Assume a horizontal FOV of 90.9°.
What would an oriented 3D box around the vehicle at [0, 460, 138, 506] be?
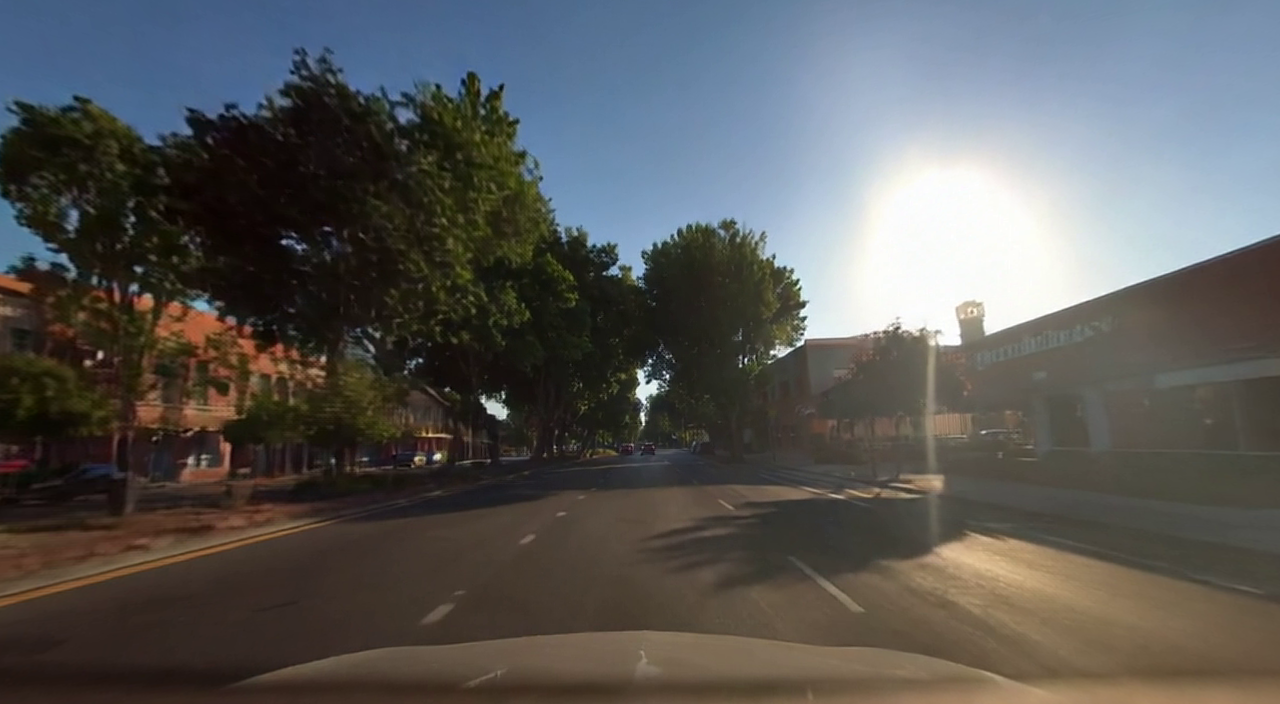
[{"bbox_3d":[-22.471,4.985,24.422,2.135,1.467,4.653,-1,-8,2],"label":"vehicle"}]
